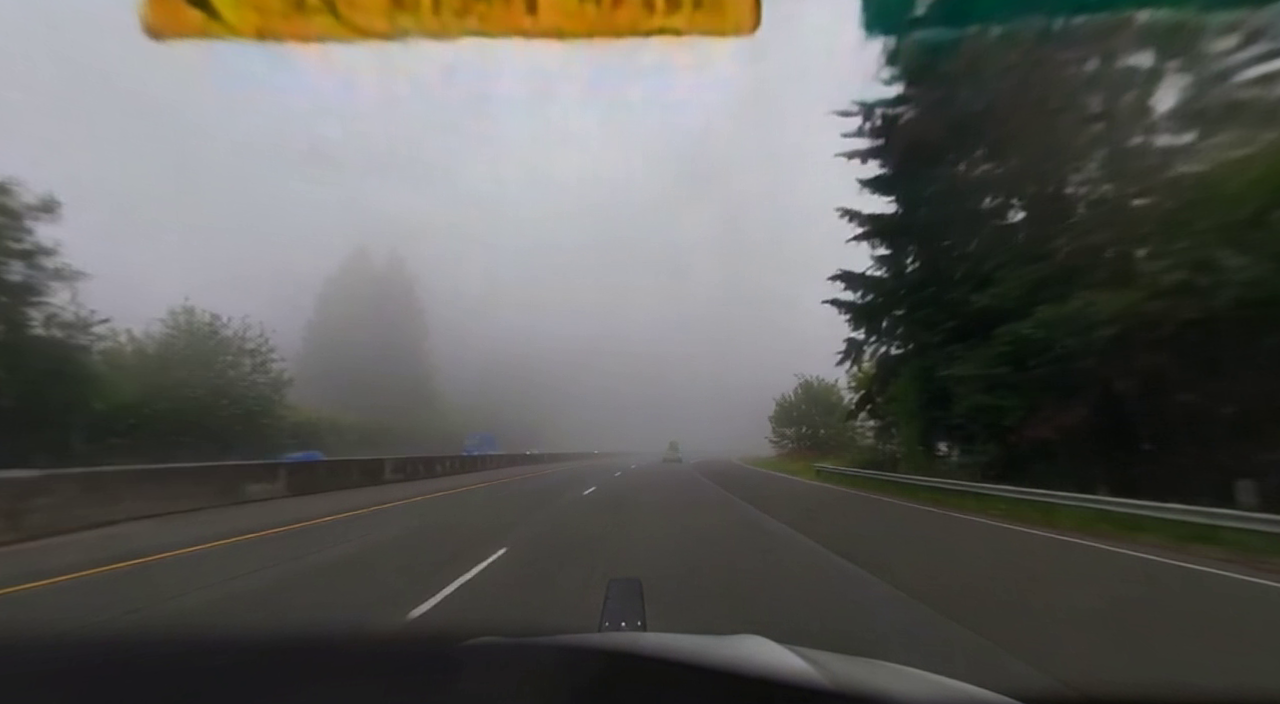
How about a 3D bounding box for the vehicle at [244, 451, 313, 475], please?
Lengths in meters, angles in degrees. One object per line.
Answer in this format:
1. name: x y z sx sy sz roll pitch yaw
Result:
1. vehicle: -23.545 7.224 41.183 1.864 1.479 4.366 0 -9 1
